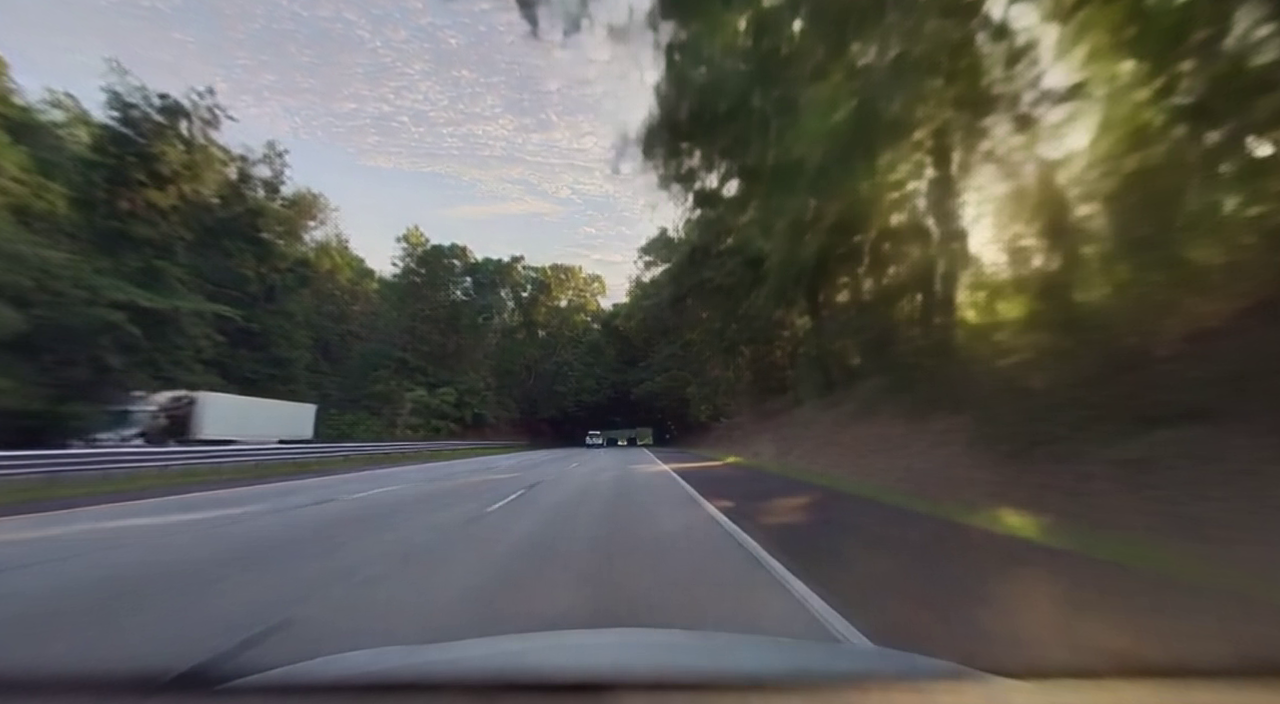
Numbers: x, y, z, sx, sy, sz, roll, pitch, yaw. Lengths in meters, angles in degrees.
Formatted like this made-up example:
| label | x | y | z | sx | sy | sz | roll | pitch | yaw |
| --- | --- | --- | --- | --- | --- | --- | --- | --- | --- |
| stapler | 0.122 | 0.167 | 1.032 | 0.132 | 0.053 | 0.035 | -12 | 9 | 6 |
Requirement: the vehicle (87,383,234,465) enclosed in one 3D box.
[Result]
| label | x | y | z | sx | sy | sz | roll | pitch | yaw |
| --- | --- | --- | --- | --- | --- | --- | --- | --- | --- |
| vehicle | -25.023 | 3.841 | 33.362 | 3.013 | 3.897 | 6.007 | 0 | -8 | -2 |
